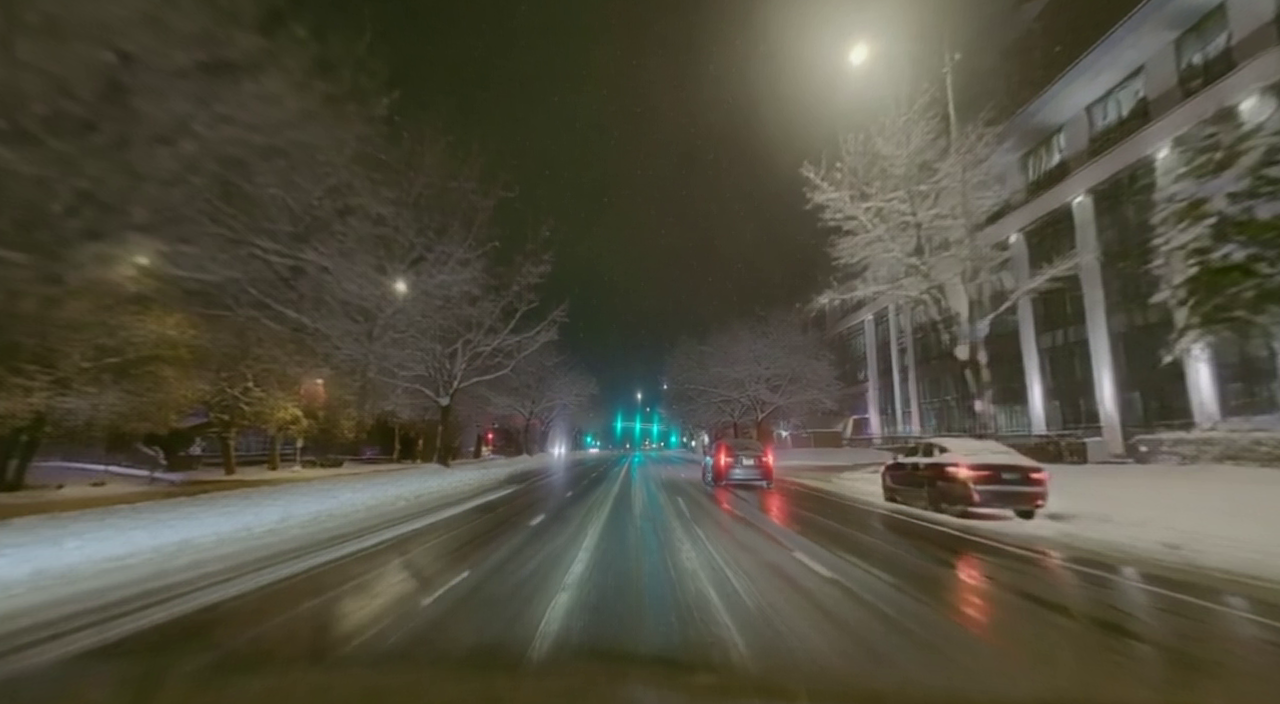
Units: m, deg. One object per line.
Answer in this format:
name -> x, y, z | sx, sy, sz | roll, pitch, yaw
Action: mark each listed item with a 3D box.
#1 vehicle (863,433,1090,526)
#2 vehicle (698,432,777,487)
vehicle -> 6.720, 2.555, 13.449 | 1.918, 1.544, 4.871 | -1, -8, -3
vehicle -> 3.371, 3.819, 22.781 | 2.083, 1.743, 4.354 | 0, -8, -1
